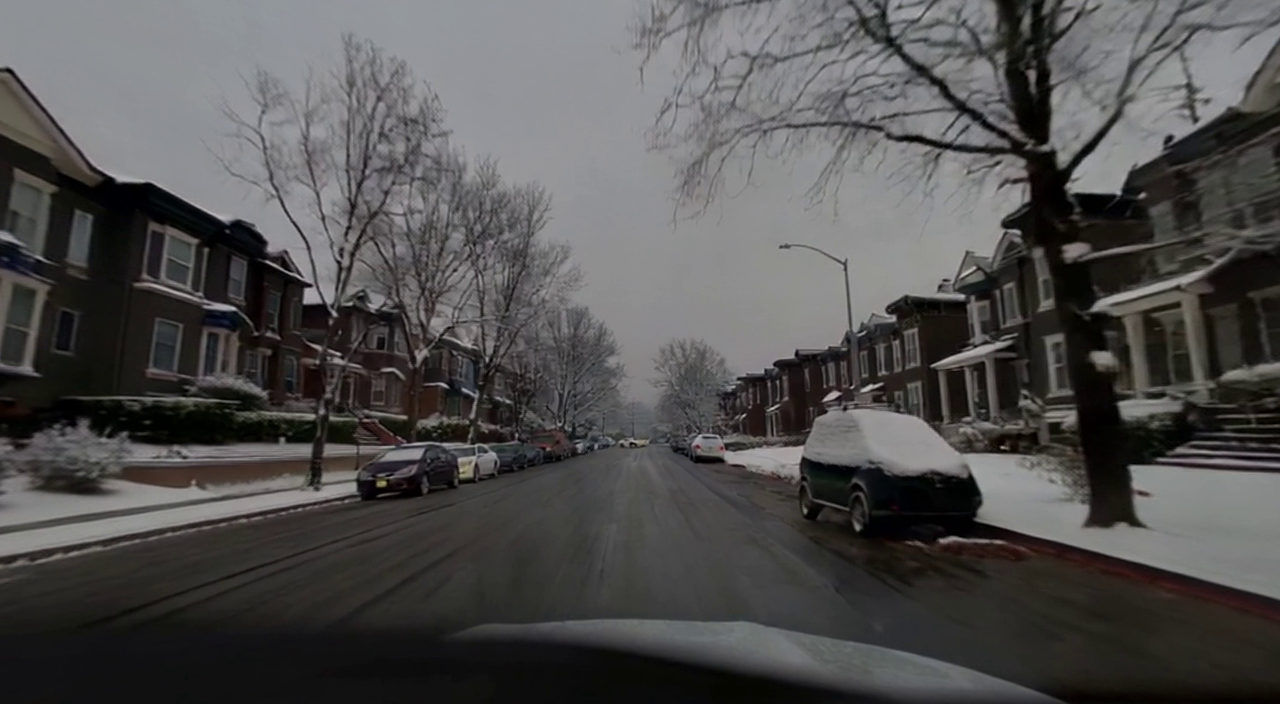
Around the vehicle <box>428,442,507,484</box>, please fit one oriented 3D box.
[{"bbox_3d":[-6.692,4.341,24.946,1.845,1.475,4.495,-1,-9,0],"label":"vehicle"}]

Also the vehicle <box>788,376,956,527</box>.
[{"bbox_3d":[4.131,1.819,11.652,2.158,2.478,2.078,-1,-9,-1],"label":"vehicle"}]

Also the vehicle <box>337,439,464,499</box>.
[{"bbox_3d":[-6.889,3.437,18.753,2.003,1.501,4.779,-1,-9,-1],"label":"vehicle"}]

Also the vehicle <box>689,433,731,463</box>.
[{"bbox_3d":[4.719,6.585,43.335,2.216,1.955,4.970,0,-8,-1],"label":"vehicle"}]

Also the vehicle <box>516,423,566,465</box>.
[{"bbox_3d":[-6.726,6.416,43.489,2.341,2.674,5.753,-1,-10,1],"label":"vehicle"}]
